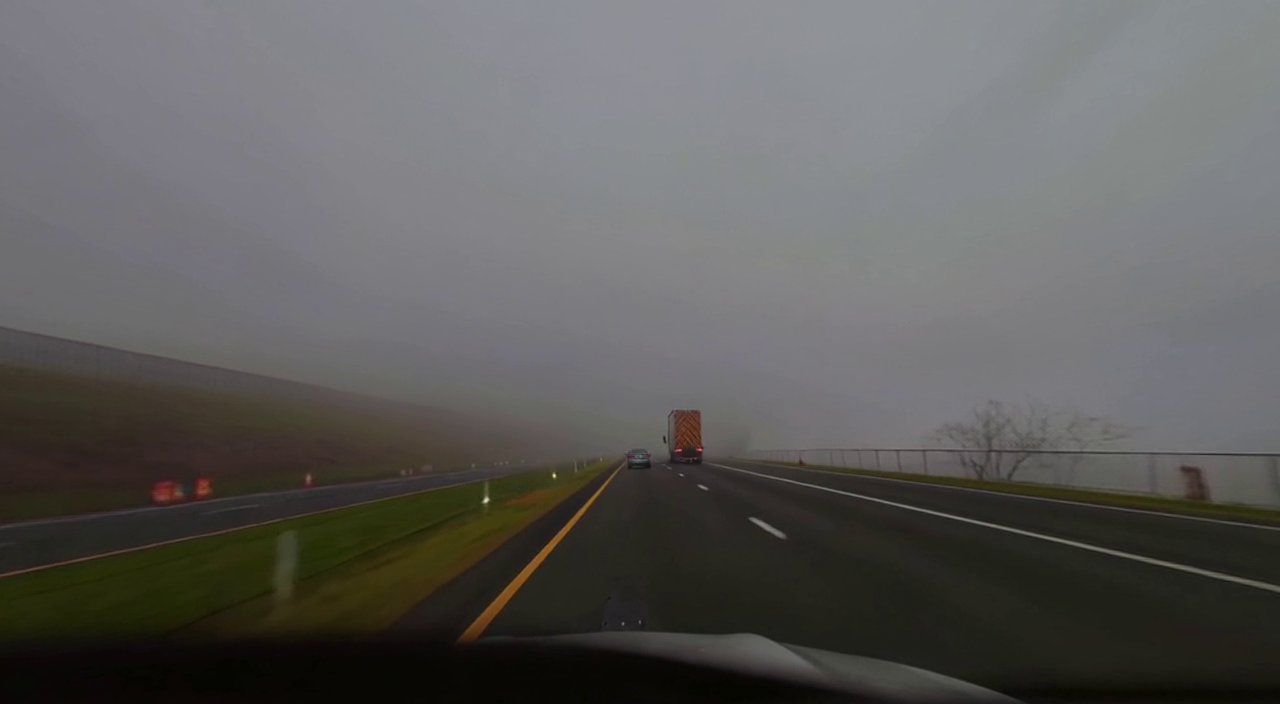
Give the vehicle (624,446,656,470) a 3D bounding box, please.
[{"bbox_3d":[-0.023,7.228,43.136,2.065,1.573,3.734,0,-9,0],"label":"vehicle"}]
